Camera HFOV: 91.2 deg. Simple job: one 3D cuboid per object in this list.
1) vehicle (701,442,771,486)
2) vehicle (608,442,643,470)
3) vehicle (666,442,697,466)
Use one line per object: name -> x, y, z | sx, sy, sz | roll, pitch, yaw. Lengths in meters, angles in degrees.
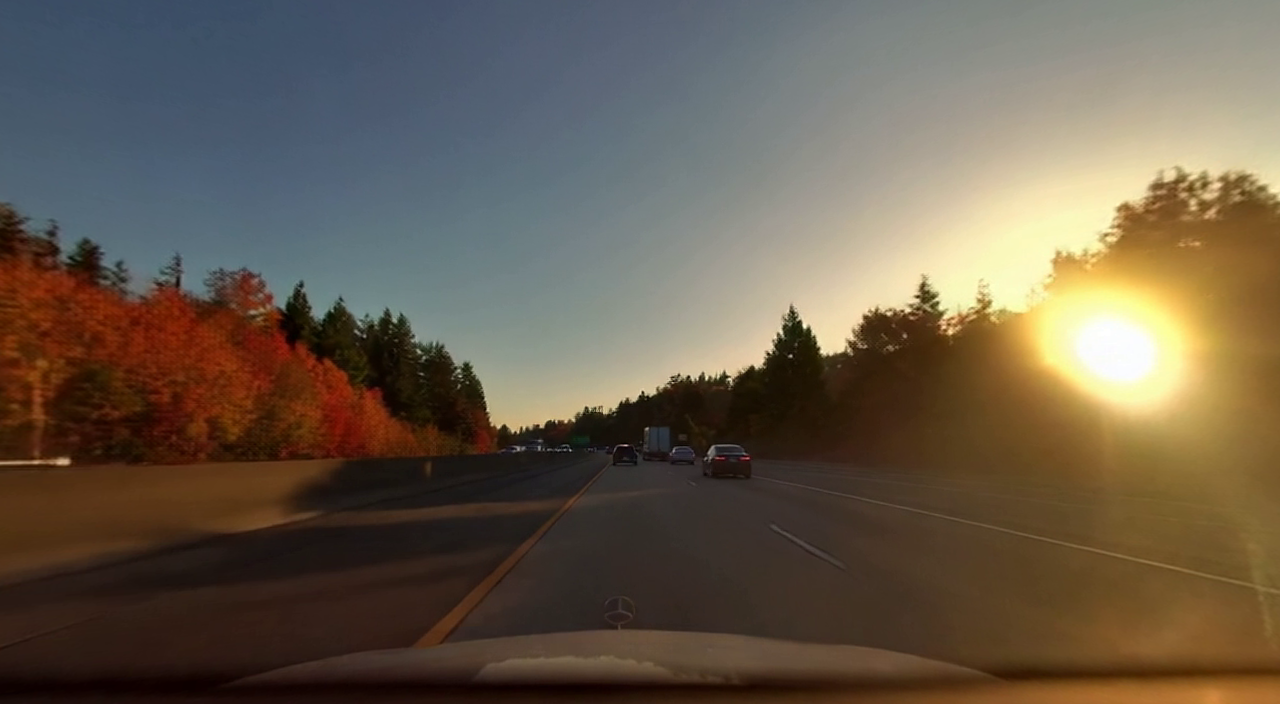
vehicle -> 3.577, 4.247, 23.990 | 1.968, 1.513, 3.911 | 0, -9, -1
vehicle -> -0.958, 6.763, 40.998 | 2.151, 1.693, 4.201 | 0, -9, -2
vehicle -> 3.134, 7.842, 48.468 | 1.982, 1.745, 4.151 | 0, -9, -2
